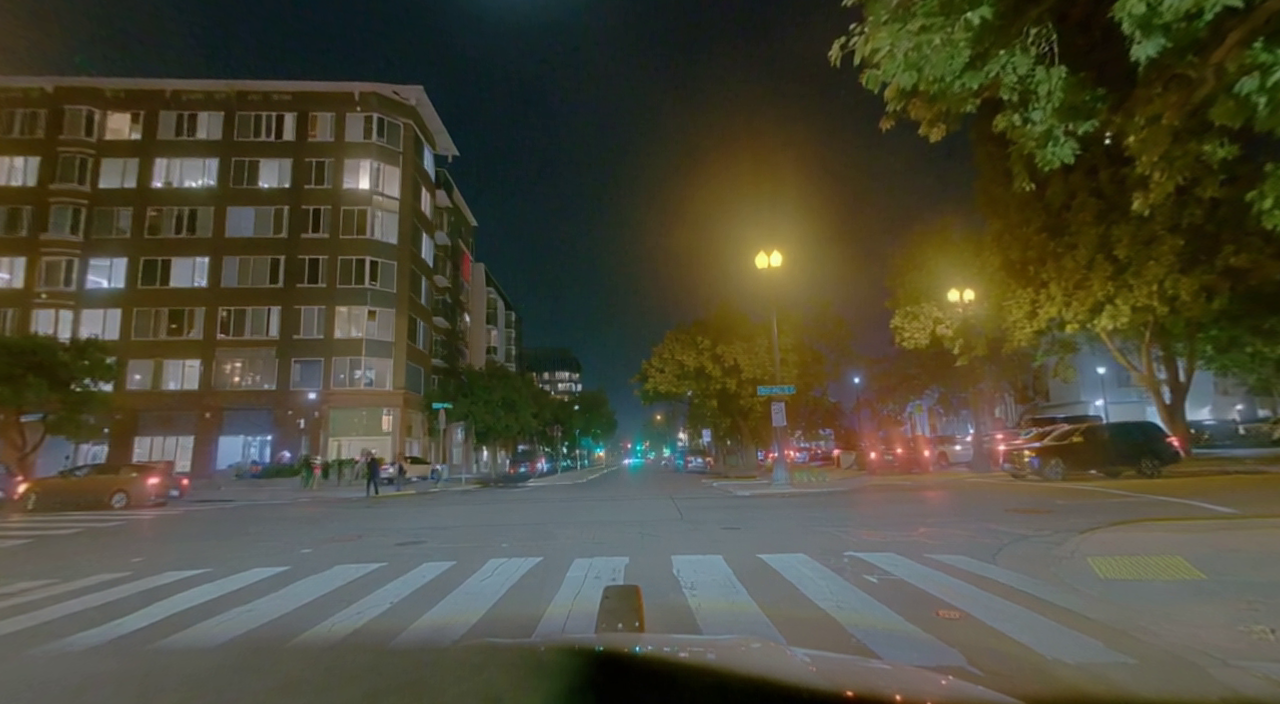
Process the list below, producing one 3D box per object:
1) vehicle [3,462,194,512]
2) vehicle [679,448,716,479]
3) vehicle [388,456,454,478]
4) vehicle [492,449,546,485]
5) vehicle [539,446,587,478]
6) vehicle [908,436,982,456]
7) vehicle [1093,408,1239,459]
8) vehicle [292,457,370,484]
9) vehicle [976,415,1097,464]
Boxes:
[{"bbox_3d":[-17.316,4.316,20.377,4.439,1.448,1.793,0,-9,0],"label":"vehicle"},{"bbox_3d":[3.198,6.169,35.217,1.942,1.603,3.785,-1,-8,5],"label":"vehicle"},{"bbox_3d":[-16.389,8.627,47.323,4.203,1.544,1.889,-1,-8,2],"label":"vehicle"},{"bbox_3d":[-7.615,7.250,40.256,2.193,1.814,5.061,-9,-8,0],"label":"vehicle"},{"bbox_3d":[-4.474,6.500,37.383,2.102,1.768,4.290,-1,-10,2],"label":"vehicle"},{"bbox_3d":[23.016,7.087,47.775,4.528,1.475,2.070,0,-8,3],"label":"vehicle"},{"bbox_3d":[22.305,3.533,27.147,2.137,1.962,4.988,-1,-8,3],"label":"vehicle"},{"bbox_3d":[-23.206,8.897,47.533,4.844,1.836,2.117,-1,-8,6],"label":"vehicle"},{"bbox_3d":[16.744,3.791,27.001,2.041,1.921,4.574,0,-9,-2],"label":"vehicle"}]
